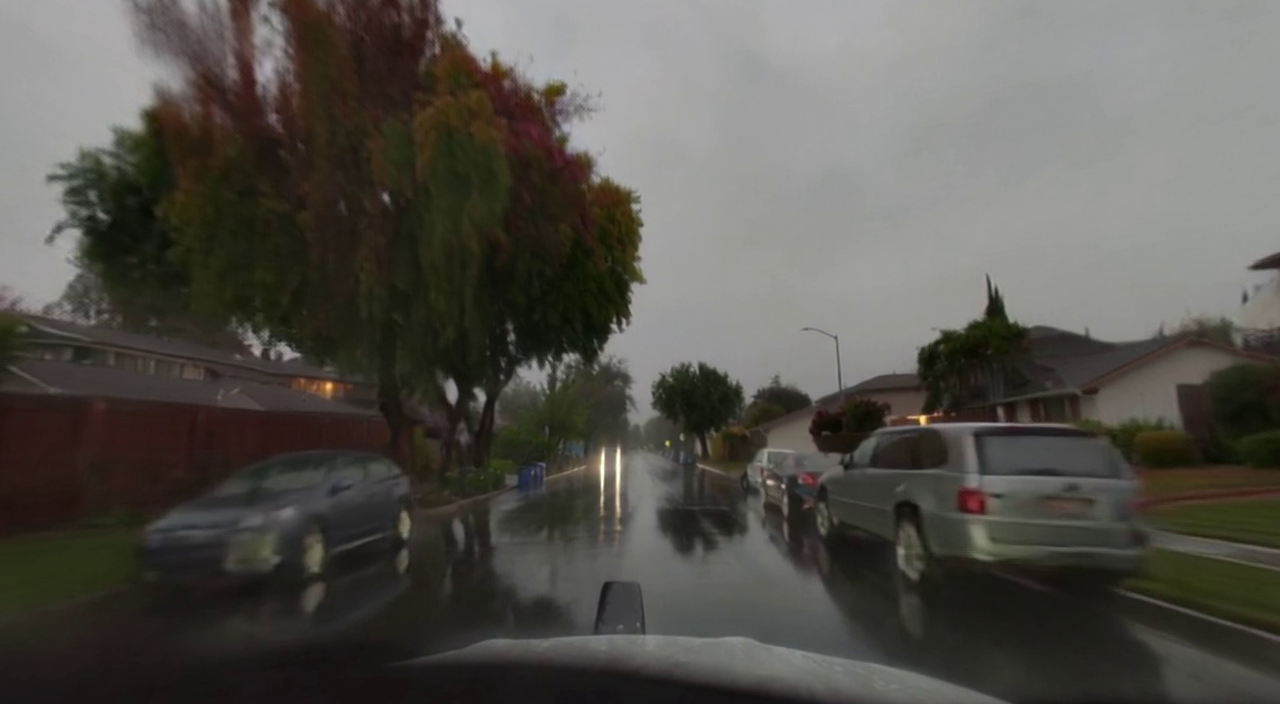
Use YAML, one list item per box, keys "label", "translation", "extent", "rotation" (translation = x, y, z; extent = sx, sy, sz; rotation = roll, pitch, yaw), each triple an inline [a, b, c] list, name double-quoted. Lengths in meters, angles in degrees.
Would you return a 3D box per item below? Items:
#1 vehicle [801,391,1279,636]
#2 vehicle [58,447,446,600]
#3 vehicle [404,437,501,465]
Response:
- label: "vehicle"
  translation: [3.939, 1.707, 7.914]
  extent: [2.350, 1.912, 5.696]
  rotation: [0, -9, 0]
- label: "vehicle"
  translation: [-4.426, 2.038, 8.327]
  extent: [2.234, 1.377, 4.413]
  rotation: [-2, -10, 1]
- label: "vehicle"
  translation: [-12.797, 6.827, 43.463]
  extent: [5.863, 1.773, 2.451]
  rotation: [0, -10, -3]
